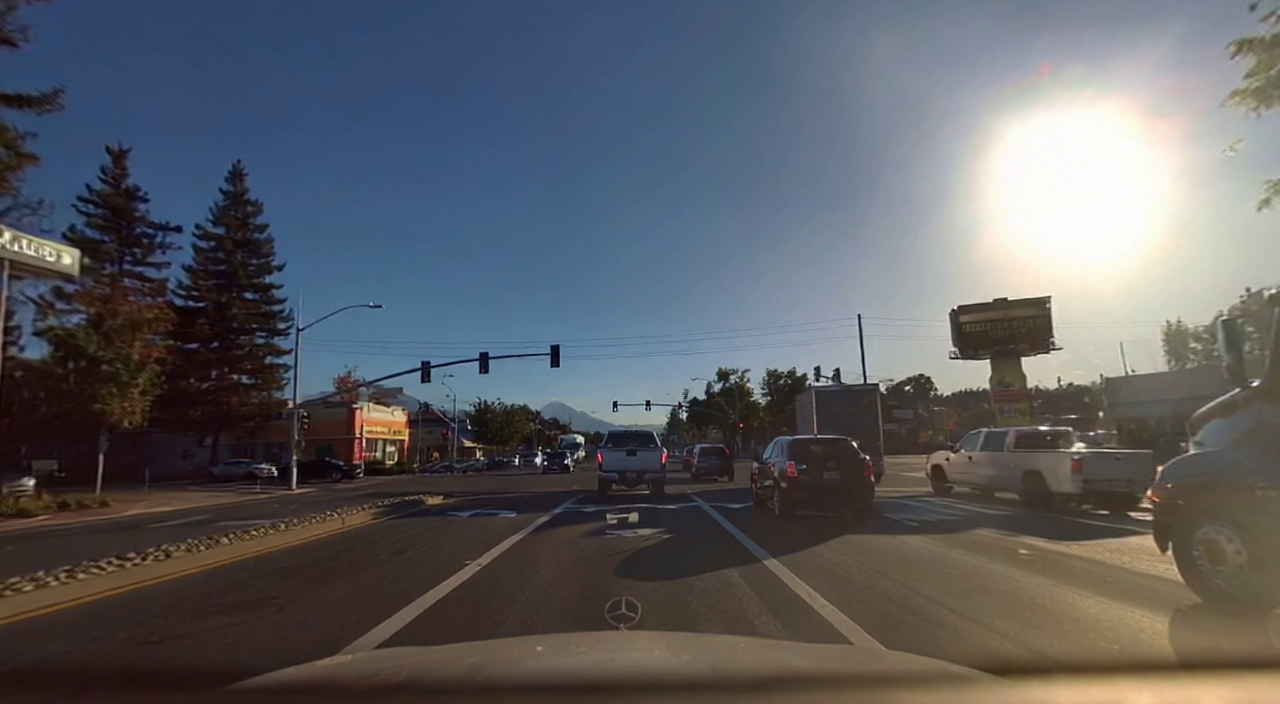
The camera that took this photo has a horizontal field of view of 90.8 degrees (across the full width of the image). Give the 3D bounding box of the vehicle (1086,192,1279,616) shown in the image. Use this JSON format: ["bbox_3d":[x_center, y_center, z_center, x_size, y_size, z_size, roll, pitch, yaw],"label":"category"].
[{"bbox_3d":[6.475,0.139,3.254,2.802,3.322,7.429,0,-9,0],"label":"vehicle"}]

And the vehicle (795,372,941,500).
[{"bbox_3d":[8.000,3.282,24.042,2.970,3.681,11.138,-2,-9,9],"label":"vehicle"}]

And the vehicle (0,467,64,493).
[{"bbox_3d":[-38.188,7.815,38.666,4.150,1.474,1.826,-1,-9,6],"label":"vehicle"}]

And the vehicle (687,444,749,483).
[{"bbox_3d":[3.155,4.588,26.338,1.922,1.483,4.436,0,-9,-1],"label":"vehicle"}]

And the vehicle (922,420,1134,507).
[{"bbox_3d":[10.232,3.004,17.459,2.163,1.973,5.692,0,-9,-1],"label":"vehicle"}]

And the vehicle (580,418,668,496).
[{"bbox_3d":[-0.488,3.389,20.636,2.499,2.183,5.111,0,-9,-1],"label":"vehicle"}]

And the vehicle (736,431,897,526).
[{"bbox_3d":[3.393,2.543,13.312,1.905,1.587,4.998,0,-9,0],"label":"vehicle"}]

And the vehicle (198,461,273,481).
[{"bbox_3d":[-31.781,9.326,49.708,4.457,1.434,1.949,0,-9,-1],"label":"vehicle"}]
